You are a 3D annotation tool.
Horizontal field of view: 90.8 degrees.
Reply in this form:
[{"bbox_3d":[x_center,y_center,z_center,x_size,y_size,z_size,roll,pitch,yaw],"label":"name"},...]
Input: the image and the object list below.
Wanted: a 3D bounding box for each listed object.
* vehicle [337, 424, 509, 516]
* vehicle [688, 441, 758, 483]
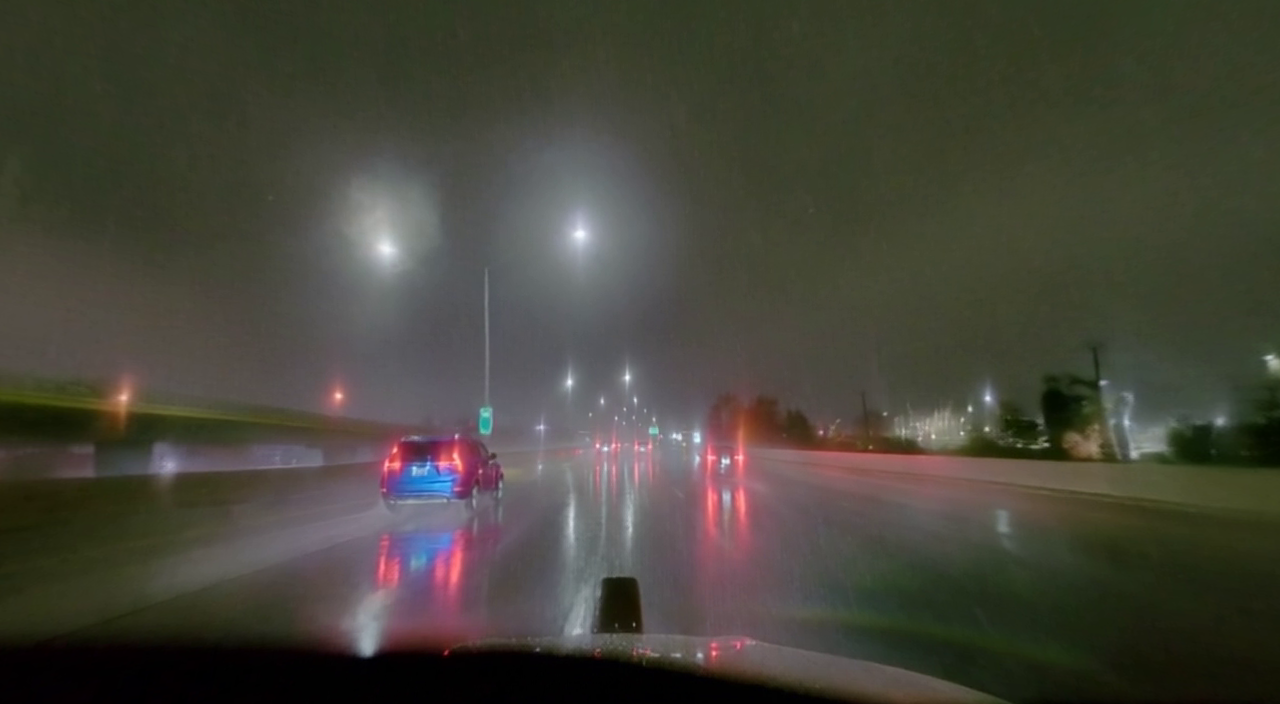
[{"bbox_3d":[-4.356,2.445,13.525,2.193,1.641,4.077,0,-8,1],"label":"vehicle"},{"bbox_3d":[3.095,4.216,24.580,2.083,1.453,4.307,0,-8,-1],"label":"vehicle"}]
